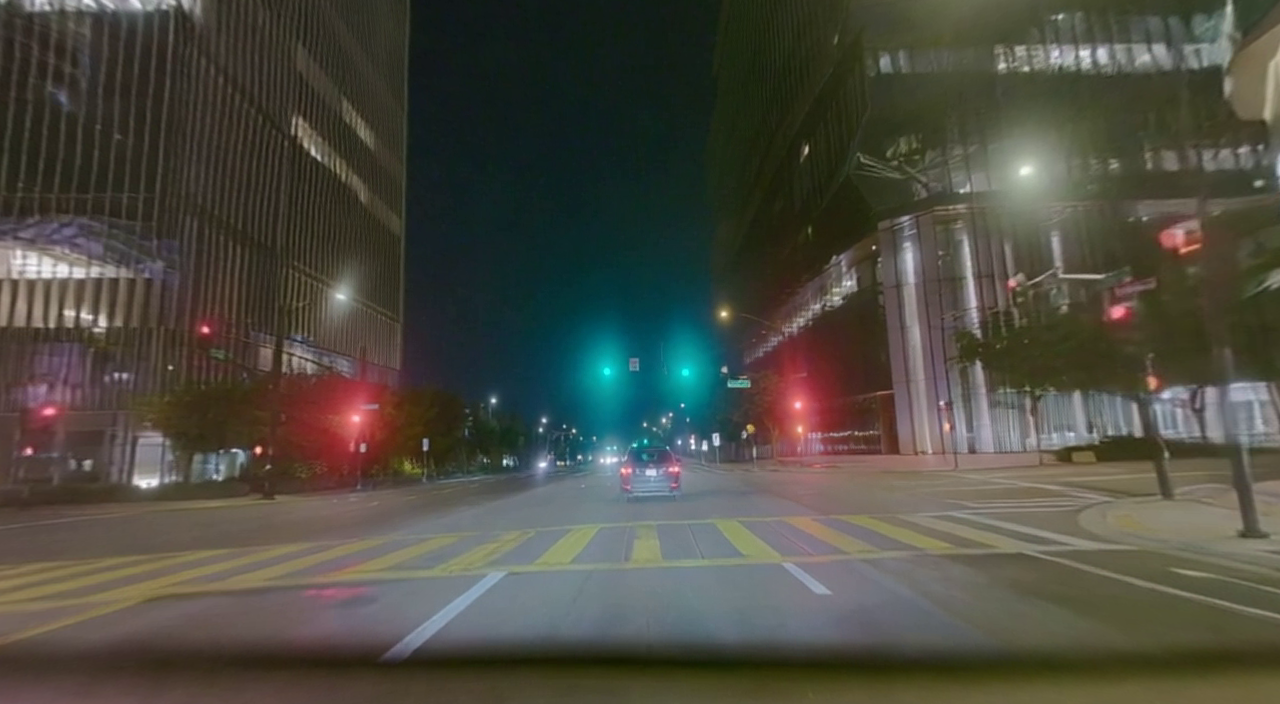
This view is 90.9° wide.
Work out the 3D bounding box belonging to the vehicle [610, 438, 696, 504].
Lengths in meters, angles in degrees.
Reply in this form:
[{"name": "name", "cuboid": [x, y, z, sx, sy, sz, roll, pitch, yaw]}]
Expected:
[{"name": "vehicle", "cuboid": [0.272, 3.342, 18.117, 2.184, 1.640, 4.086, 0, -9, -1]}]
